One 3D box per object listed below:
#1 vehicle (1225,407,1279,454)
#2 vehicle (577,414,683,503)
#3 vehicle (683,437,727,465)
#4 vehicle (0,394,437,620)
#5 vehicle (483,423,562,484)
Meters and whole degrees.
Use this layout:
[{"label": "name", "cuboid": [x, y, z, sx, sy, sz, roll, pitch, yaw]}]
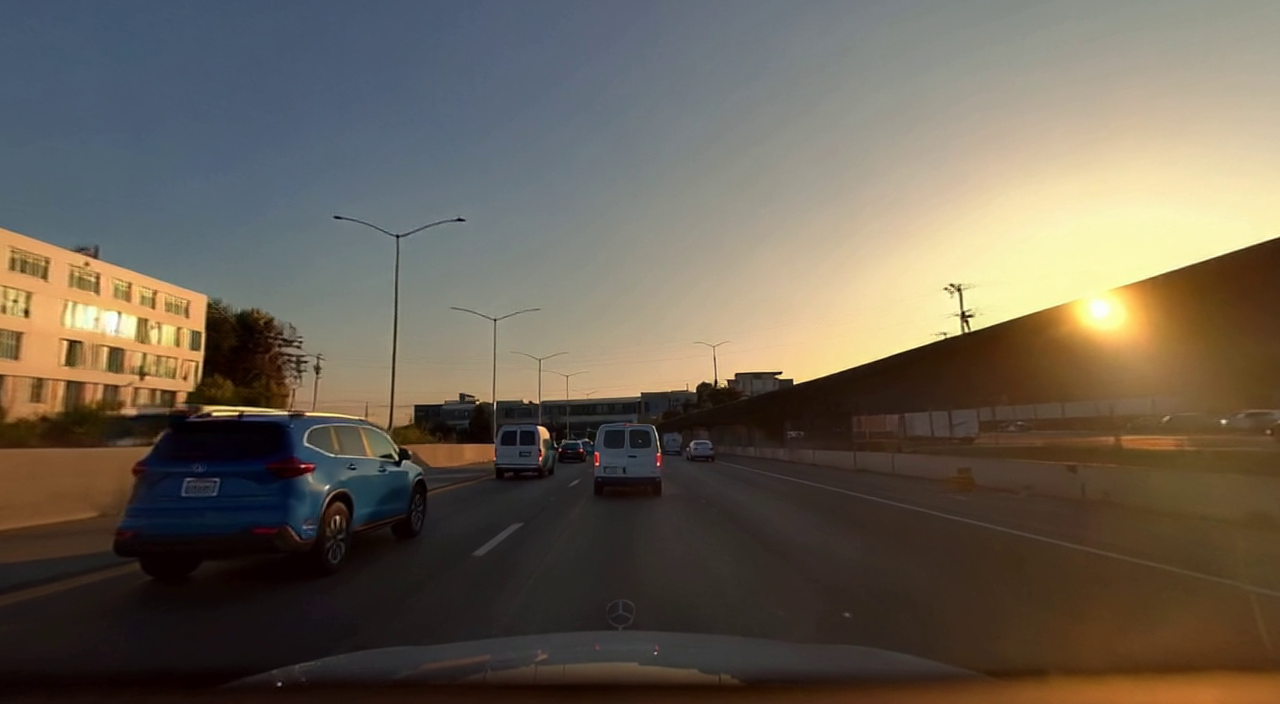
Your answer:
[{"label": "vehicle", "cuboid": [30.936, 3.973, 31.761, 1.480, 2.238, 1.864, -5, -9, 29]}, {"label": "vehicle", "cuboid": [-0.281, 2.630, 15.940, 2.304, 1.925, 4.282, 0, -8, -1]}, {"label": "vehicle", "cuboid": [3.732, 5.760, 36.738, 1.999, 1.494, 3.833, 0, -8, -3]}, {"label": "vehicle", "cuboid": [-3.948, 1.491, 7.068, 1.972, 1.703, 4.333, 0, -8, -1]}, {"label": "vehicle", "cuboid": [-4.047, 3.567, 22.396, 2.038, 1.936, 4.300, 0, -8, -1]}]
